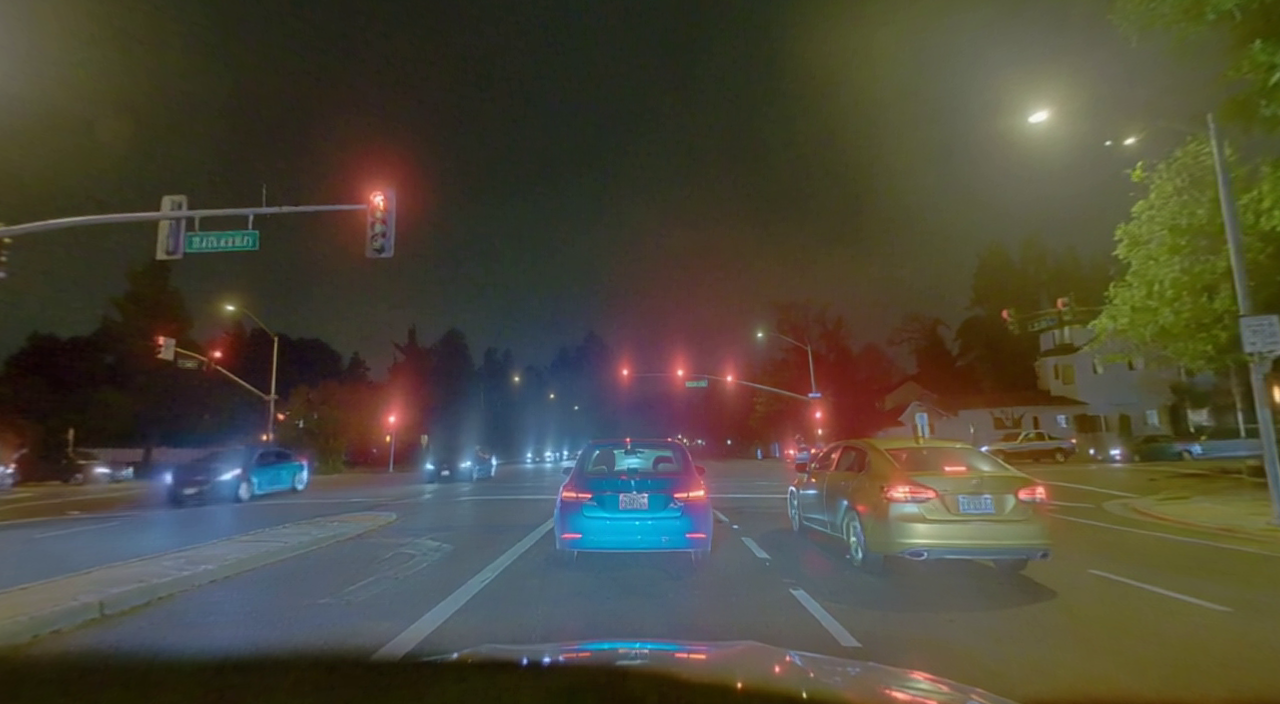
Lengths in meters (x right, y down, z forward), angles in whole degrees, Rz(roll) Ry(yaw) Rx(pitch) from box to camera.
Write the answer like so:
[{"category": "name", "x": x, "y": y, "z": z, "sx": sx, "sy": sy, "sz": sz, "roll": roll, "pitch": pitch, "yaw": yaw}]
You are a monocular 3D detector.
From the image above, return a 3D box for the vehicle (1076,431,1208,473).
[{"category": "vehicle", "x": 24.000, "y": 4.784, "z": 30.327, "sx": 4.520, "sy": 1.762, "sz": 2.005, "roll": -2, "pitch": -8, "yaw": -1}]

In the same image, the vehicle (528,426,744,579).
[{"category": "vehicle", "x": -0.053, "y": 1.778, "z": 8.272, "sx": 2.103, "sy": 1.478, "sz": 4.073, "roll": 0, "pitch": -8, "yaw": 0}]

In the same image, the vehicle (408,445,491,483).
[{"category": "vehicle", "x": -7.563, "y": 4.482, "z": 25.575, "sx": 2.040, "sy": 1.374, "sz": 4.150, "roll": 0, "pitch": -8, "yaw": 1}]

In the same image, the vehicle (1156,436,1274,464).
[{"category": "vehicle", "x": 30.563, "y": 5.222, "z": 33.659, "sx": 4.489, "sy": 1.432, "sz": 1.790, "roll": 0, "pitch": -9, "yaw": 0}]

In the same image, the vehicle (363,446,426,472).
[{"category": "vehicle", "x": -17.090, "y": 7.456, "z": 44.279, "sx": 1.893, "sy": 1.658, "sz": 4.474, "roll": -2, "pitch": -9, "yaw": 12}]

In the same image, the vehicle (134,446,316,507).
[{"category": "vehicle", "x": -11.361, "y": 3.388, "z": 17.775, "sx": 2.125, "sy": 1.476, "sz": 4.385, "roll": 0, "pitch": -8, "yaw": 0}]

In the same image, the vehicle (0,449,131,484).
[{"category": "vehicle", "x": -28.151, "y": 5.602, "z": 31.064, "sx": 4.538, "sy": 1.591, "sz": 1.949, "roll": 0, "pitch": -8, "yaw": 1}]

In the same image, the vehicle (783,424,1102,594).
[{"category": "vehicle", "x": 3.183, "y": 1.716, "z": 7.781, "sx": 1.913, "sy": 1.505, "sz": 4.097, "roll": 0, "pitch": -8, "yaw": 0}]
